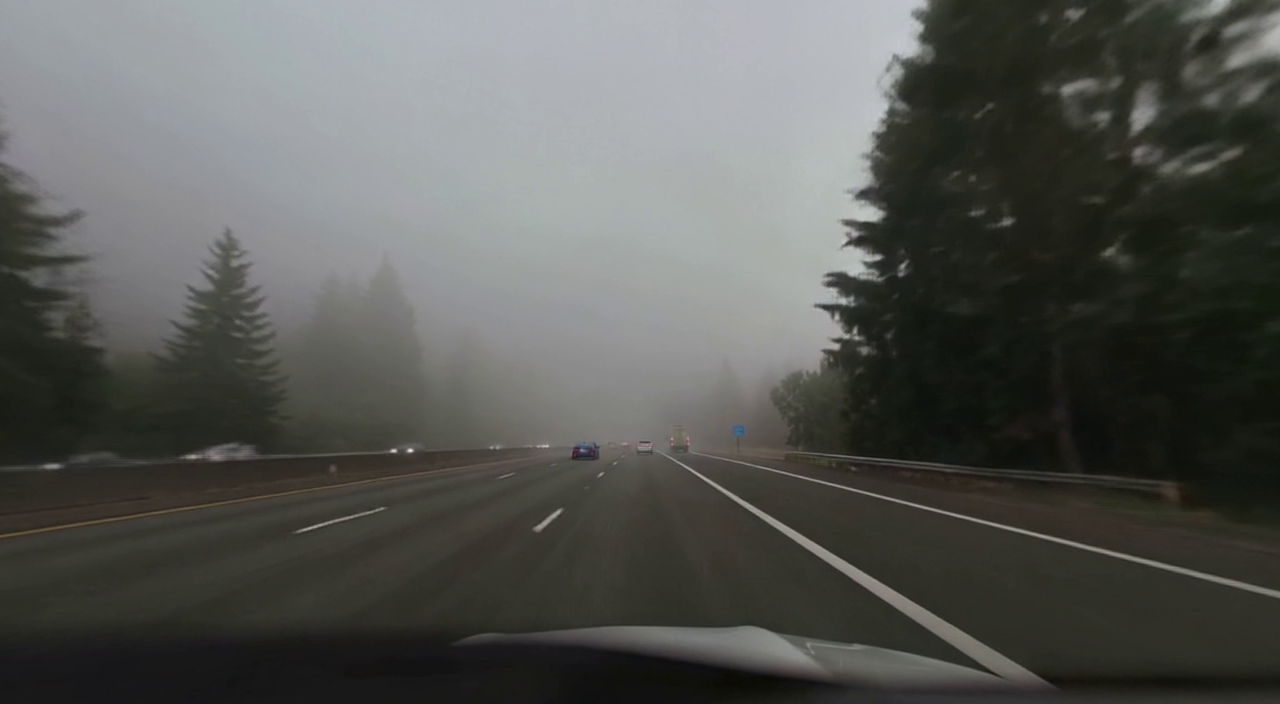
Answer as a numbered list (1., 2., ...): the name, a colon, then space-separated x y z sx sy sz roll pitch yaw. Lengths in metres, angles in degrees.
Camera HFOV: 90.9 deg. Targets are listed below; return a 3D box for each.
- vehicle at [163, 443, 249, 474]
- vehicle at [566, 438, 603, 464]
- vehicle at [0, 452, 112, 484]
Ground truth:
1. vehicle: -25.398 6.234 37.112 1.883 1.678 4.440 0 -9 0
2. vehicle: -3.518 6.362 40.662 2.025 1.571 3.662 -1 -9 1
3. vehicle: -29.498 5.788 31.828 1.846 1.449 4.468 0 -9 0
